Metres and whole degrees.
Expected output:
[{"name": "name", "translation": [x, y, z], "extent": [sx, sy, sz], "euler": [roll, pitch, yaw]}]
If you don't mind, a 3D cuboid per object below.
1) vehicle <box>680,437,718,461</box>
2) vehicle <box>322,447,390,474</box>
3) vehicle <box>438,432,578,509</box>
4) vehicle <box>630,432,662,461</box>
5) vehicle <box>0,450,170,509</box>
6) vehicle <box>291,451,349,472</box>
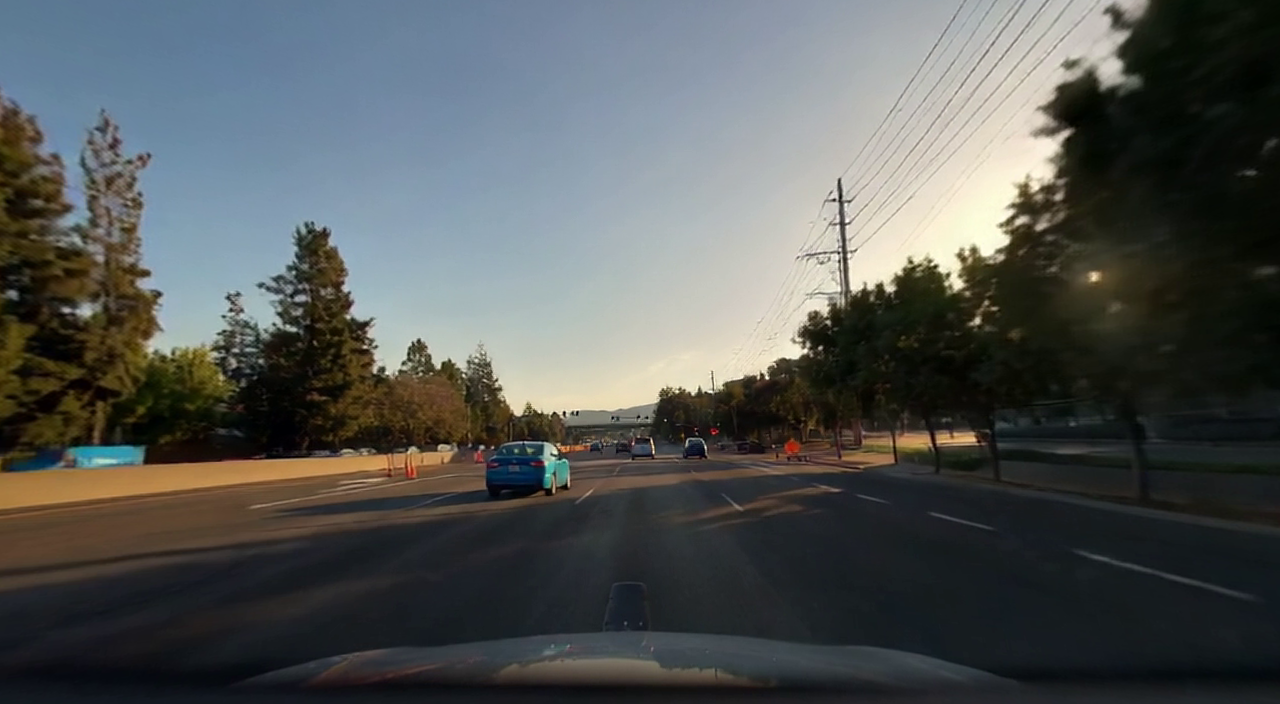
[{"name": "vehicle", "translation": [3.869, 6.484, 42.310], "extent": [2.142, 1.475, 4.565], "euler": [0, -8, 0]}, {"name": "vehicle", "translation": [-16.756, 6.406, 37.497], "extent": [1.913, 1.488, 4.507], "euler": [0, -8, 0]}, {"name": "vehicle", "translation": [-2.805, 2.640, 14.696], "extent": [2.087, 1.480, 4.825], "euler": [0, -8, 2]}, {"name": "vehicle", "translation": [0.368, 6.364, 42.712], "extent": [2.060, 1.845, 4.151], "euler": [0, -8, 0]}, {"name": "vehicle", "translation": [-16.856, 3.792, 19.203], "extent": [1.879, 1.545, 3.943], "euler": [0, -8, 2]}, {"name": "vehicle", "translation": [-23.679, 8.106, 46.890], "extent": [1.868, 1.473, 4.776], "euler": [0, -9, -1]}]
